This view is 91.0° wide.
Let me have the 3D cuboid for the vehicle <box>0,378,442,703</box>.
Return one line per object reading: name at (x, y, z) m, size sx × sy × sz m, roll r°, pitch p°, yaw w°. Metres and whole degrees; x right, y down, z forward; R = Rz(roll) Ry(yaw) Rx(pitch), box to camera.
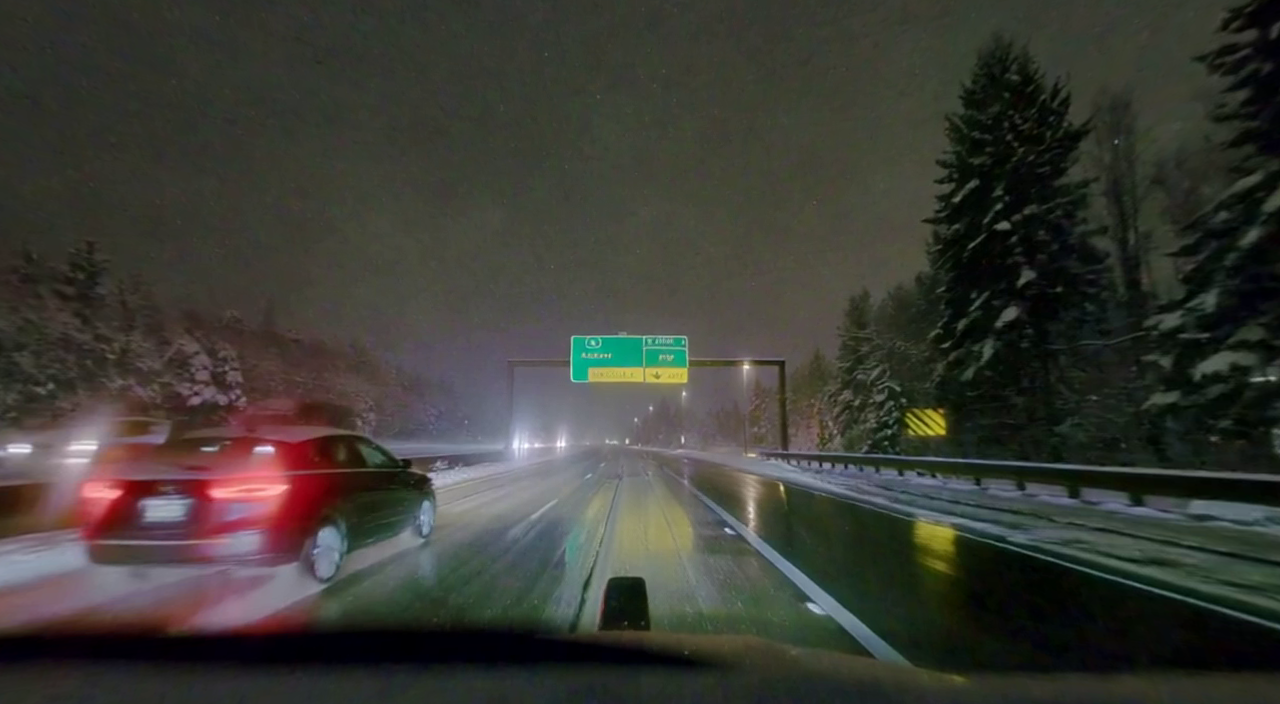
vehicle at (-3.582, 1.271, 5.165) m, size 2.160 × 1.608 × 5.012 m, roll 0°, pitch -8°, yaw 1°
